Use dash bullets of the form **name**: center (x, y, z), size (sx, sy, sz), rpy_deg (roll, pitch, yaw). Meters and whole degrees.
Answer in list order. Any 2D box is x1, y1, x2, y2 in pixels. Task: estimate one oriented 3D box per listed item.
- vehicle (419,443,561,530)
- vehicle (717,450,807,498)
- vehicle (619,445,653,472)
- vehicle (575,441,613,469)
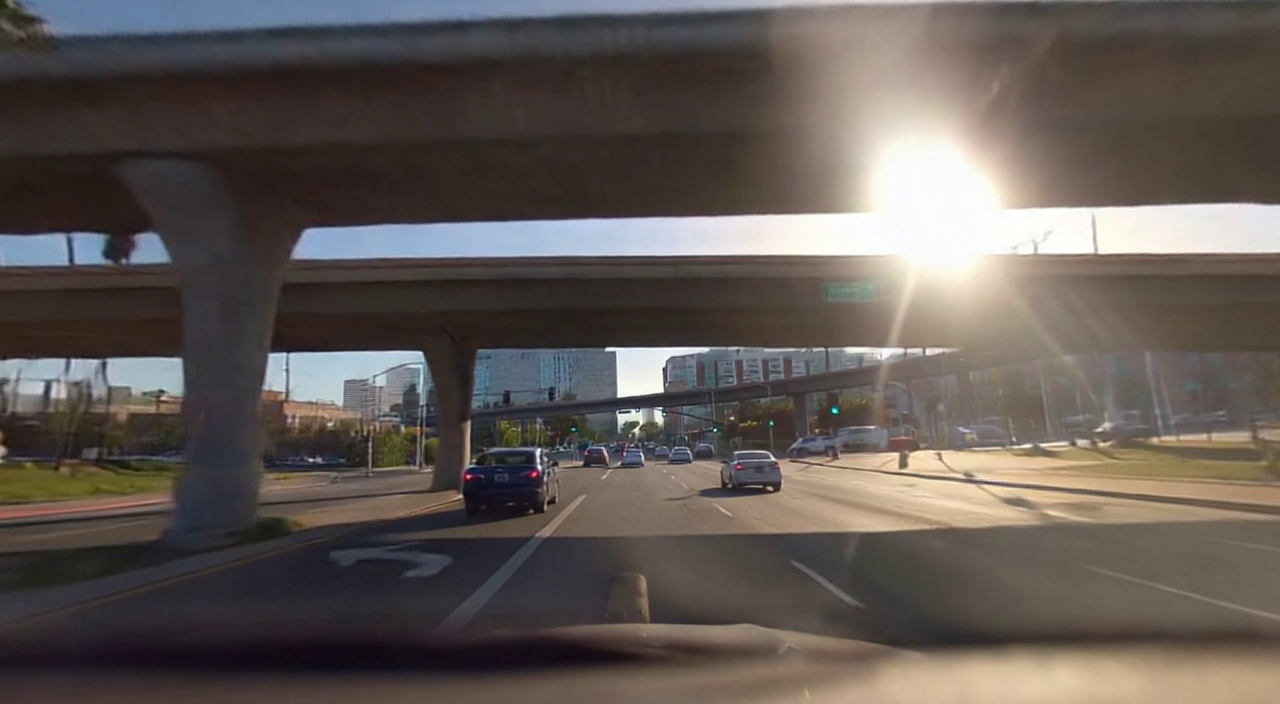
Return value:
- **vehicle**: center (-2.912, 2.677, 13.179), size (2.111, 1.506, 4.018), rpy_deg (0, -8, -2)
- **vehicle**: center (3.973, 4.041, 21.216), size (2.156, 1.404, 4.120), rpy_deg (0, -8, -1)
- **vehicle**: center (-0.243, 7.098, 42.155), size (2.172, 1.694, 4.055), rpy_deg (0, -8, 0)
- **vehicle**: center (-3.475, 7.875, 48.284), size (2.485, 2.012, 5.498), rpy_deg (0, -8, 0)
